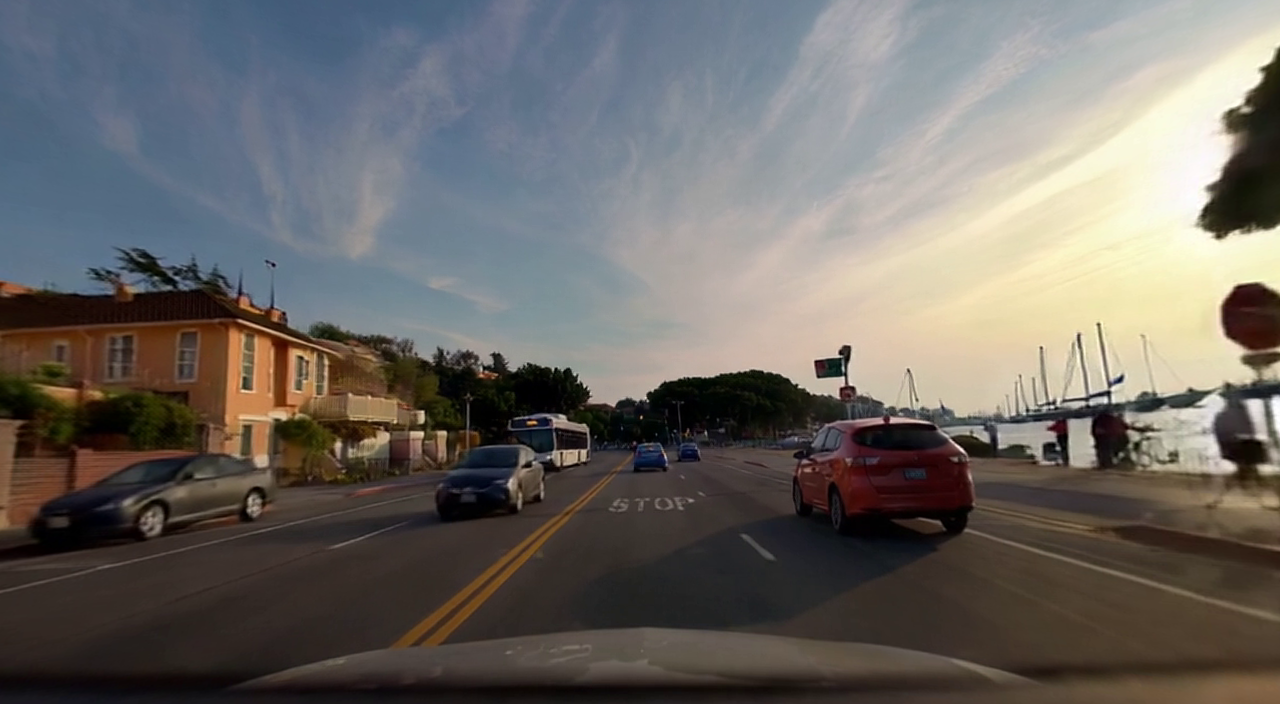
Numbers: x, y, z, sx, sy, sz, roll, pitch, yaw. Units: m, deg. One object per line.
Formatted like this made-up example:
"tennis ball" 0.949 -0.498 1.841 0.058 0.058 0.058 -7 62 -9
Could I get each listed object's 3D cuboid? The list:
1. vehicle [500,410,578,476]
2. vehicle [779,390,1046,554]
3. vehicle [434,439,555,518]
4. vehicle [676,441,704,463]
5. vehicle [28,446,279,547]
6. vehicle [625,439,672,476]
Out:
"vehicle" -5.972 5.638 39.135 3.102 3.524 9.830 -1 -8 1
"vehicle" 3.557 1.667 9.361 2.000 1.809 4.405 -1 -8 1
"vehicle" -3.284 2.907 15.116 1.893 1.583 4.107 -1 -8 1
"vehicle" 3.895 7.873 49.908 1.876 1.626 3.851 -1 -8 -1
"vehicle" -10.784 3.150 14.604 2.107 1.868 4.690 -1 -8 -1
"vehicle" 0.359 5.102 30.798 2.132 1.632 3.838 -1 -8 -1
